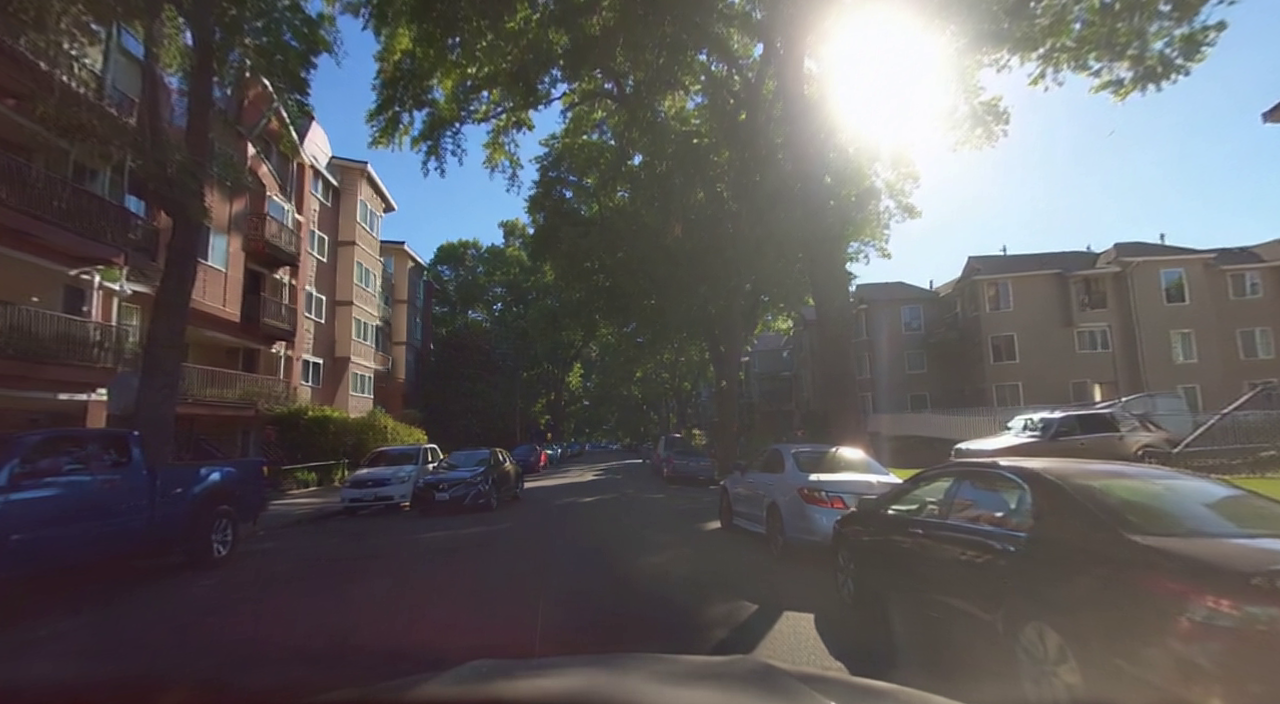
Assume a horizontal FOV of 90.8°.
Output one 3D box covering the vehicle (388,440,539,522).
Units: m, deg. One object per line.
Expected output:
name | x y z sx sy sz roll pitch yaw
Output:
vehicle | -3.680 2.749 14.148 1.966 1.515 4.394 0 -8 2

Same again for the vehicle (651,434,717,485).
vehicle | 1.501 3.898 23.204 1.878 1.664 4.033 1 -8 -4

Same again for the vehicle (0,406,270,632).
vehicle | -6.591 1.636 6.409 2.308 1.877 6.060 -4 -8 -3

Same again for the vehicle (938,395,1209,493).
vehicle | 9.316 2.037 13.911 4.416 1.784 1.929 -3 -10 -1

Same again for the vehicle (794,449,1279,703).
vehicle | 2.387 1.262 3.708 1.720 1.333 4.233 0 -8 -3
